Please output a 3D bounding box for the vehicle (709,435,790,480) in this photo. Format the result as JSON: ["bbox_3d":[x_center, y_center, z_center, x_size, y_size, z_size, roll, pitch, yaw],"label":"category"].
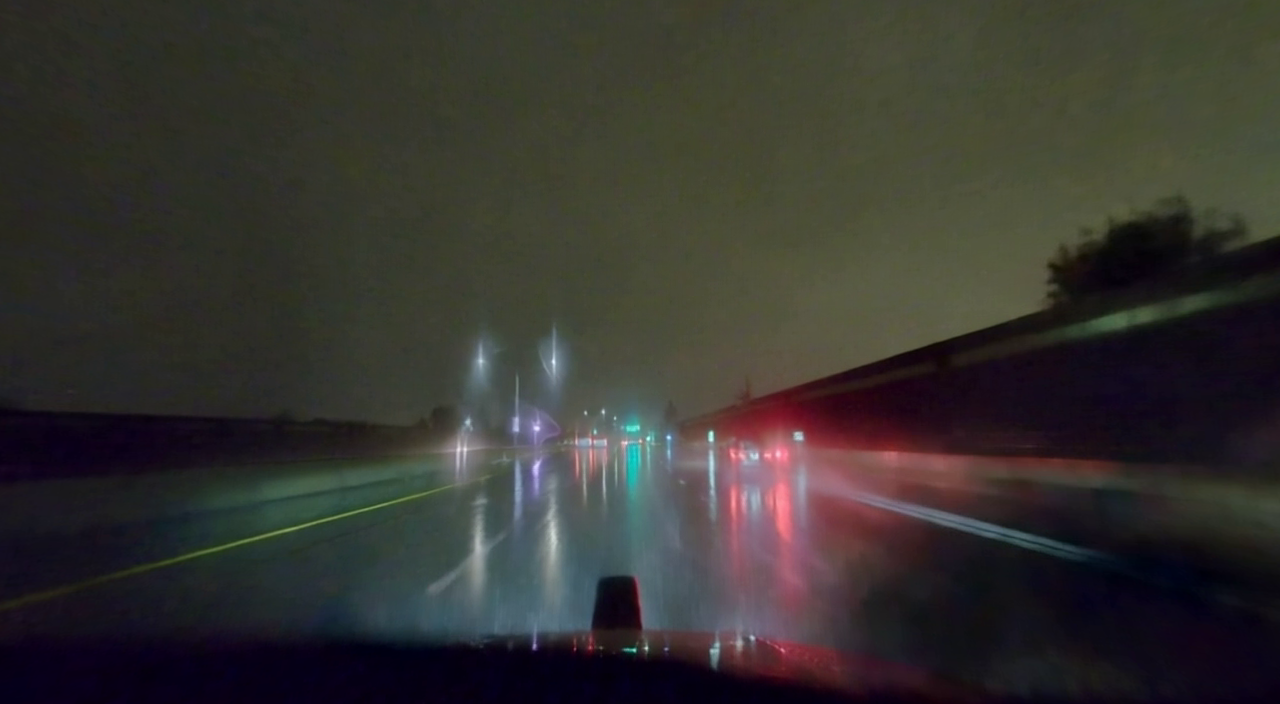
[{"bbox_3d":[3.945,3.884,23.465,2.060,1.485,4.274,0,-9,-2],"label":"vehicle"}]
